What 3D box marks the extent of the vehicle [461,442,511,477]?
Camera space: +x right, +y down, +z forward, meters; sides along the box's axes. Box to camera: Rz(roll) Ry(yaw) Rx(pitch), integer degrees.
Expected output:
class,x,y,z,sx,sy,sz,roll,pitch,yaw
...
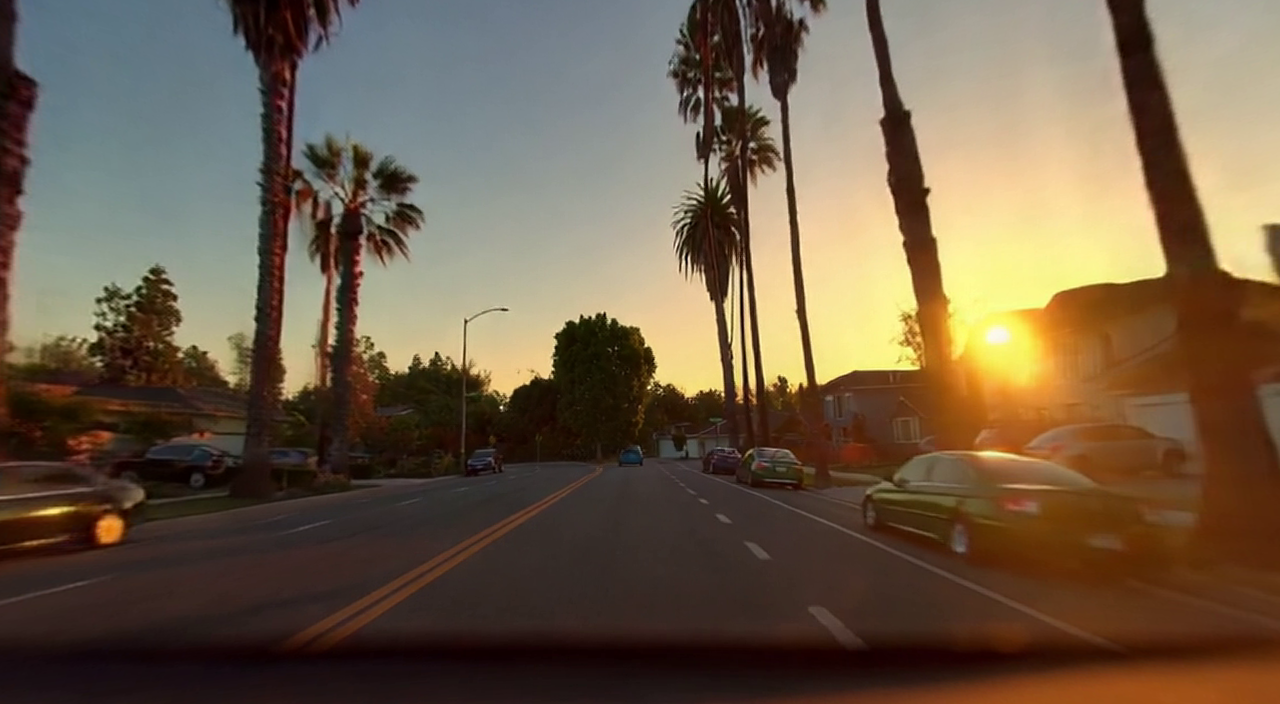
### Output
class,x,y,z,sx,sy,sz,roll,pitch,yaw
vehicle,-8.972,6.263,37.044,1.945,1.666,4.107,-3,-6,-1

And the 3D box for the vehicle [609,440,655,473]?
class,x,y,z,sx,sy,sz,roll,pitch,yaw
vehicle,-0.403,5.123,31.147,2.098,1.483,4.099,0,-8,-1

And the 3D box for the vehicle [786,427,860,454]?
class,x,y,z,sx,sy,sz,roll,pitch,yaw
vehicle,13.337,6.503,46.343,4.913,1.930,2.020,-1,-8,7

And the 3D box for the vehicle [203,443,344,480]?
class,x,y,z,sx,sy,sz,roll,pitch,yaw
vehicle,-15.817,4.730,27.467,4.654,1.490,2.381,0,-8,2

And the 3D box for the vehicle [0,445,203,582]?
class,x,y,z,sx,sy,sz,roll,pitch,yaw
vehicle,-8.889,2.160,8.522,2.181,1.527,5.441,-2,-6,0

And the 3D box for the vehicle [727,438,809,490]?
class,x,y,z,sx,sy,sz,roll,pitch,yaw
vehicle,4.471,3.993,23.008,2.017,1.646,5.389,0,-8,2

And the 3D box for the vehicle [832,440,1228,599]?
class,x,y,z,sx,sy,sz,roll,pitch,yaw
vehicle,4.529,1.981,8.671,2.033,1.495,5.175,0,-8,-2
